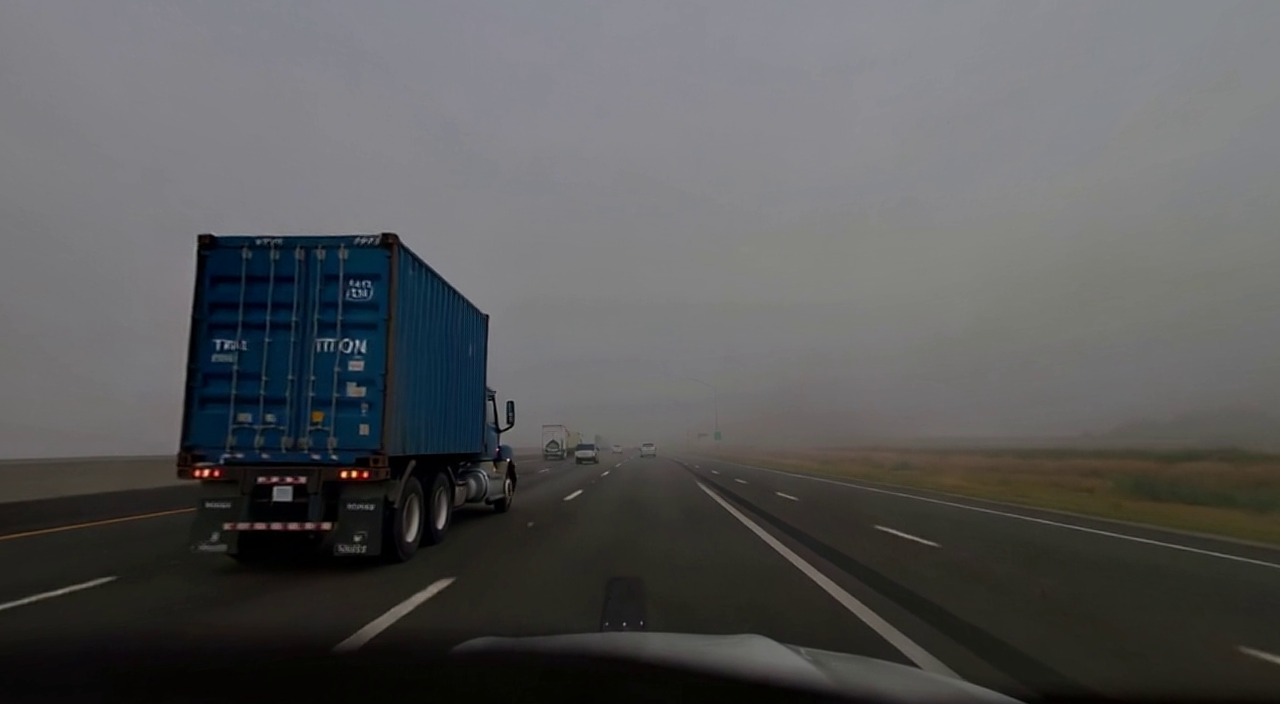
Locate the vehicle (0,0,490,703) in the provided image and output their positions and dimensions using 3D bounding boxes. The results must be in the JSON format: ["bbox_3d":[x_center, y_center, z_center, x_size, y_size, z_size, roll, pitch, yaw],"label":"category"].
[{"bbox_3d":[-3.994,-0.126,3.174,2.840,4.032,13.388,0,-8,2],"label":"vehicle"}]

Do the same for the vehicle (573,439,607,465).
[{"bbox_3d":[-3.458,6.976,44.177,1.995,1.745,4.187,0,-8,1],"label":"vehicle"}]
